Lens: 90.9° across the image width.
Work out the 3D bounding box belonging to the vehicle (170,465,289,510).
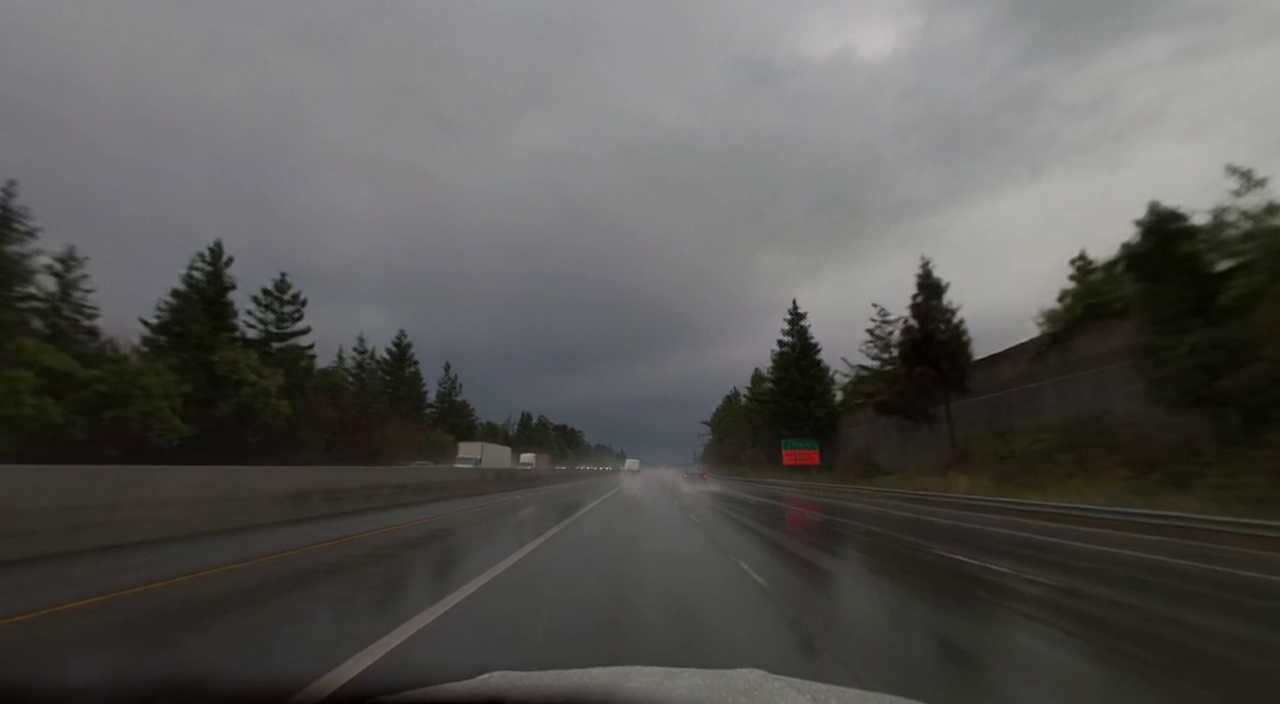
[{"bbox_3d":[-14.599,4.812,22.659,1.837,1.444,3.440,1,-10,1],"label":"vehicle"}]

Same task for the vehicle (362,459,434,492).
[{"bbox_3d":[-14.742,7.547,38.713,2.255,1.844,4.992,1,-10,1],"label":"vehicle"}]

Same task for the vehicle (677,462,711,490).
[{"bbox_3d":[3.955,9.196,46.786,2.093,1.933,4.623,1,-10,-1],"label":"vehicle"}]
